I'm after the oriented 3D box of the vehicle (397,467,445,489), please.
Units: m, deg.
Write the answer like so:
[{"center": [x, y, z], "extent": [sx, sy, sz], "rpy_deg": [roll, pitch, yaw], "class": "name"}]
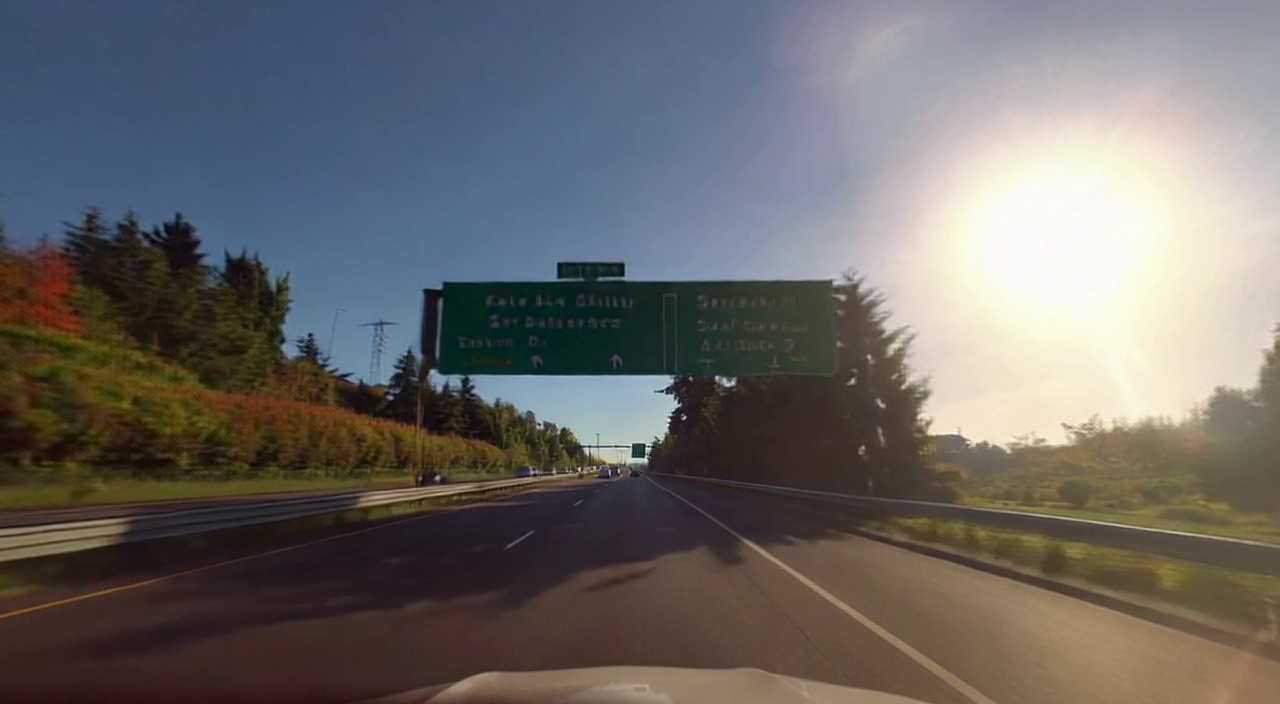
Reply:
[{"center": [-16.315, 9.396, 47.140], "extent": [1.918, 1.458, 4.498], "rpy_deg": [1, -11, 0], "class": "vehicle"}]
